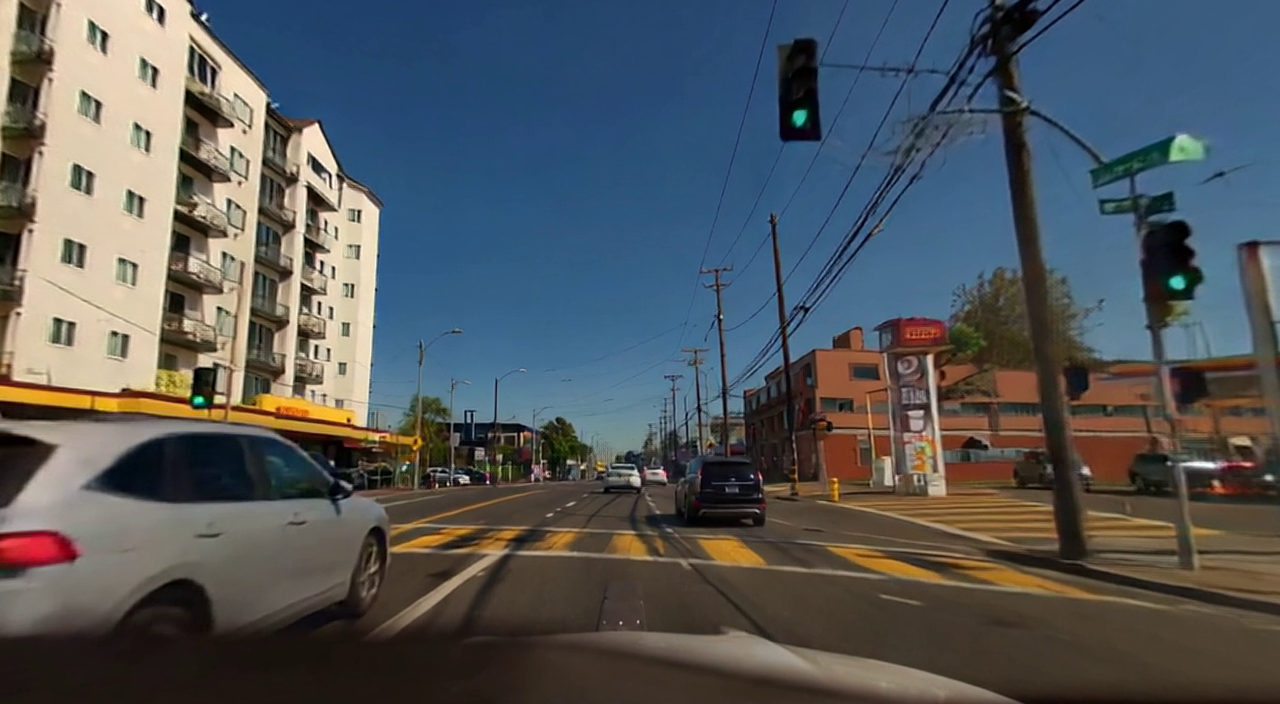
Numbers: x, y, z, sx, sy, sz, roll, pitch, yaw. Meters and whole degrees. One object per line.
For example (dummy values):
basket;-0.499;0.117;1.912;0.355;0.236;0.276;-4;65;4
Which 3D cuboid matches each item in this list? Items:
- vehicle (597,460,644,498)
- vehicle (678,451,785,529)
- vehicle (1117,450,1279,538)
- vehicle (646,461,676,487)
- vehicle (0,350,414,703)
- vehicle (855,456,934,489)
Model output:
vehicle;-0.856;5.756;28.856;1.999;1.487;3.939;0;-8;-1
vehicle;2.168;3.411;16.216;1.945;1.647;4.160;0;-8;-3
vehicle;12.322;2.834;13.095;4.048;1.539;1.820;3;-9;-19
vehicle;1.485;8.901;46.376;1.953;1.687;4.094;0;-8;-2
vehicle;-3.309;1.118;3.888;2.221;1.706;4.451;0;-8;-1
vehicle;13.020;6.182;32.650;1.846;1.480;4.649;0;-9;-4
